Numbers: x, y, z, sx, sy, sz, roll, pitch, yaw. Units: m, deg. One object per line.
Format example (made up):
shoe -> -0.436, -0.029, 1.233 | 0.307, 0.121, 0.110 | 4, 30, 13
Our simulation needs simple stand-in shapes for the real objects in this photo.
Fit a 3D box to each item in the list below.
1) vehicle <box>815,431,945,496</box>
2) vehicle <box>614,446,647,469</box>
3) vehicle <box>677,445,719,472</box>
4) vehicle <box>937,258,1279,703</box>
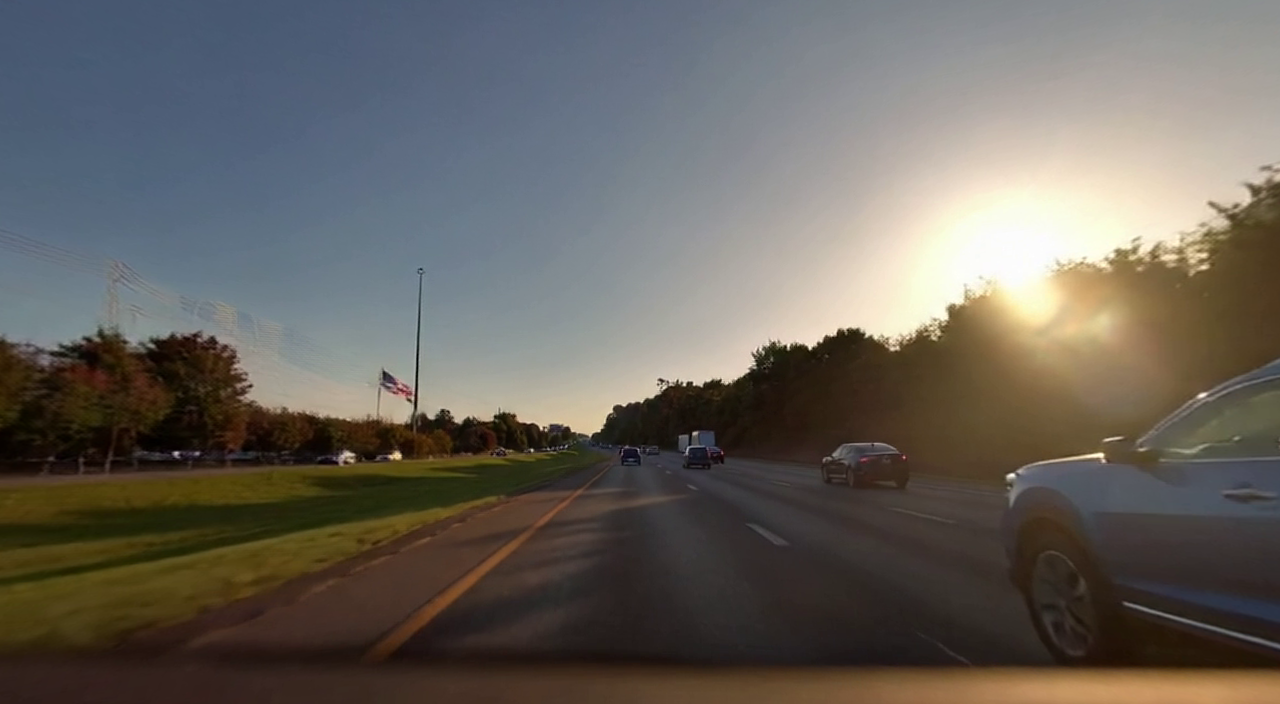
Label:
vehicle -> 7.323, 3.443, 19.938 | 2.114, 1.800, 4.779 | 0, -8, -1
vehicle -> -0.602, 6.922, 41.719 | 2.085, 1.449, 3.860 | 0, -8, -1
vehicle -> 3.339, 6.251, 37.272 | 1.978, 1.488, 4.252 | 0, -8, -2
vehicle -> 3.675, 0.593, 1.986 | 2.461, 2.013, 6.075 | 0, -8, -1
